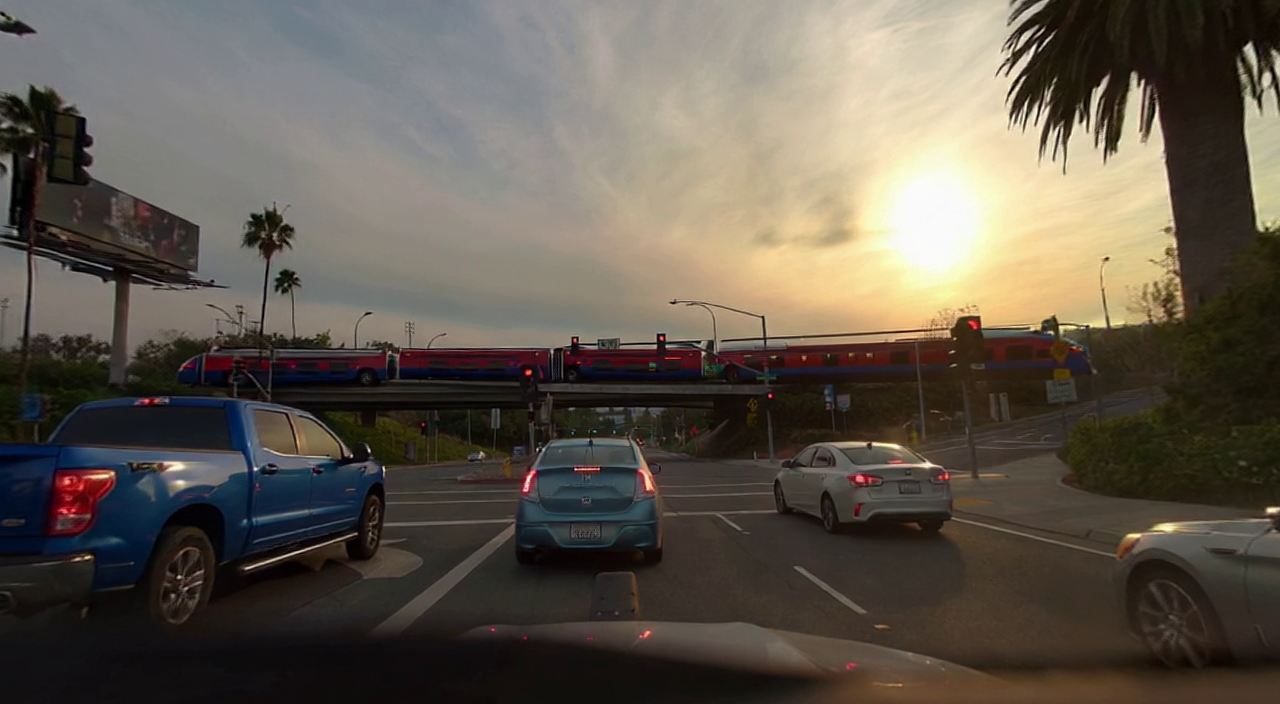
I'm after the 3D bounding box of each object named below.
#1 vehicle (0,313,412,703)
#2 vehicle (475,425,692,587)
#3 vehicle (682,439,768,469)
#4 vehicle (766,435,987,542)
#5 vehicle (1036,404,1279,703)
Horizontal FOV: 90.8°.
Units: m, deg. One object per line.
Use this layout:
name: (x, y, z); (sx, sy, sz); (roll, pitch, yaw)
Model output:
vehicle: (-3.805, 1.102, 4.939); (2.078, 1.838, 5.448); (0, -9, -1)
vehicle: (-0.627, 1.754, 8.053); (2.035, 1.491, 4.090); (0, -9, -3)
vehicle: (4.215, 5.139, 31.968); (1.878, 1.428, 4.416); (5, -10, -32)
vehicle: (3.700, 2.217, 10.963); (1.965, 1.448, 4.486); (0, -9, -2)
vehicle: (3.888, 0.892, 2.190); (2.052, 1.496, 4.541); (0, -9, 0)
